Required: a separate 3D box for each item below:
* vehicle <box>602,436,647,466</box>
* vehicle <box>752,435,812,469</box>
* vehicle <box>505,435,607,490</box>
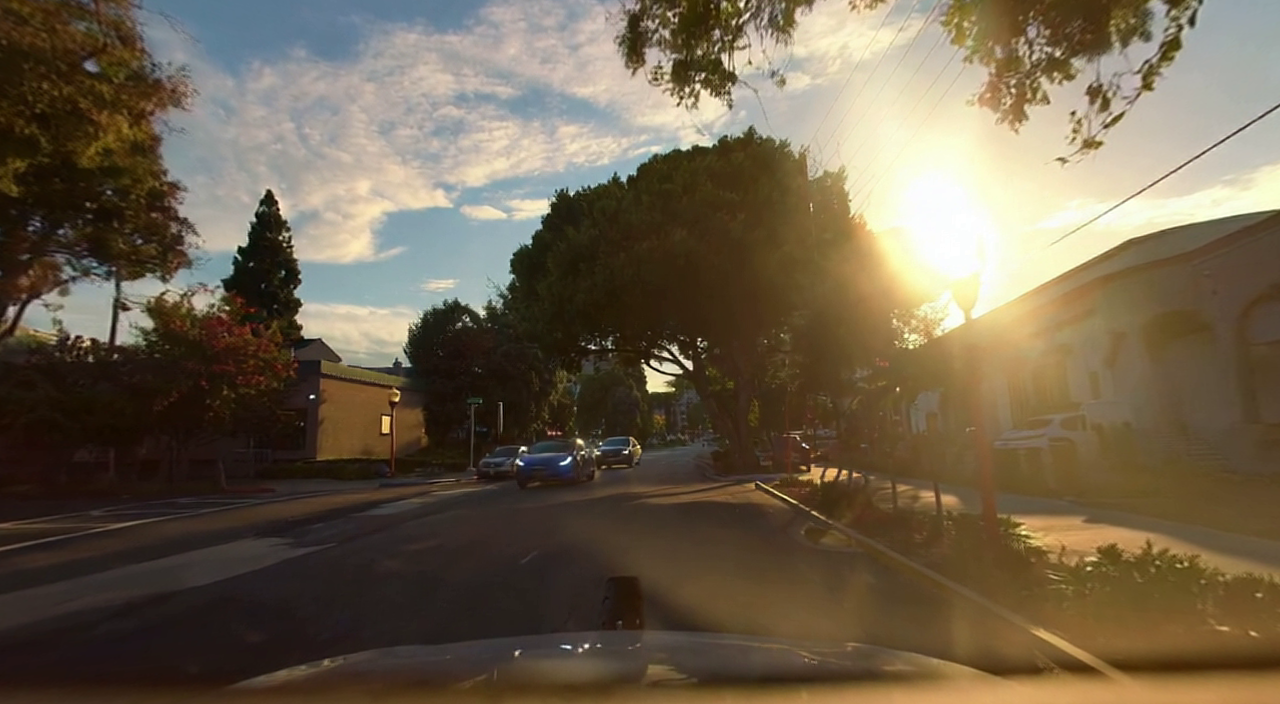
[{"bbox_3d":[-0.854,5.939,37.997,2.110,1.651,4.410,-1,-9,7],"label":"vehicle"},{"bbox_3d":[6.680,4.744,30.204,1.918,1.461,4.419,0,-8,1],"label":"vehicle"},{"bbox_3d":[-2.491,3.439,20.018,2.056,1.508,4.596,-1,-9,7],"label":"vehicle"}]
